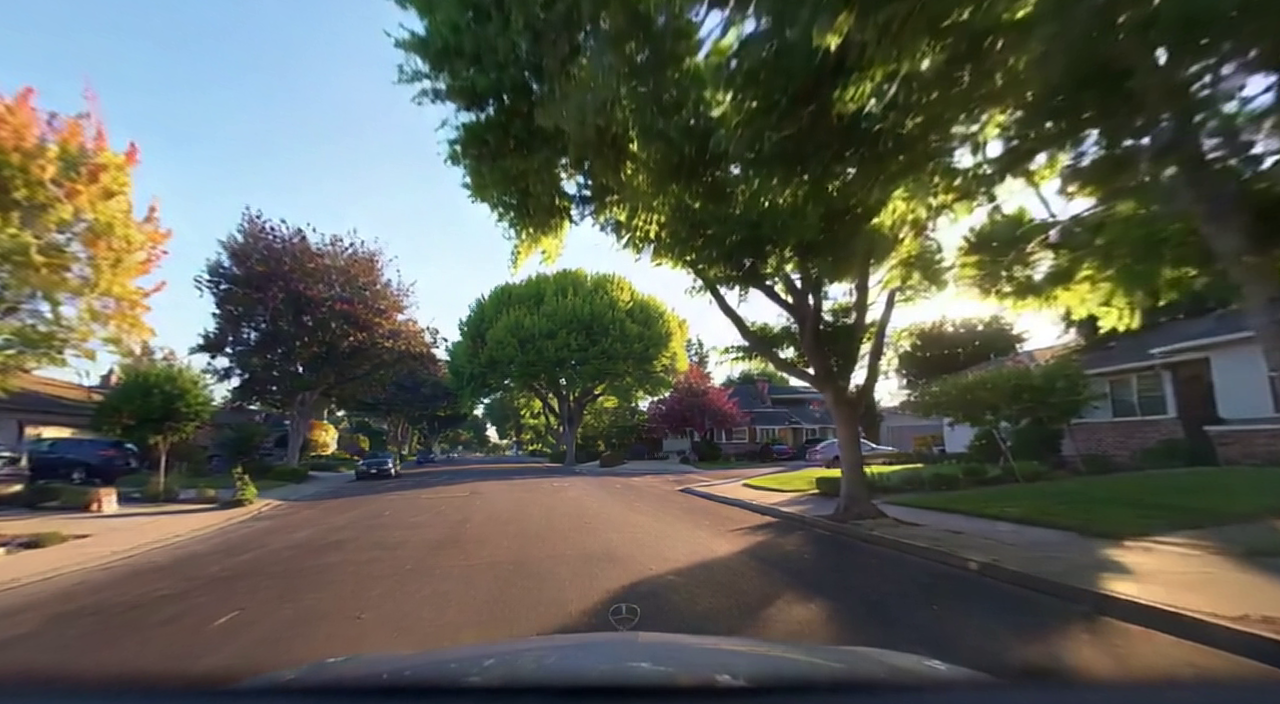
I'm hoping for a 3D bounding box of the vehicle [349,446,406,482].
[{"bbox_3d":[-12.783,5.454,30.864,1.938,1.499,4.290,-1,-9,-14],"label":"vehicle"}]

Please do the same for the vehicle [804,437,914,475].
[{"bbox_3d":[11.120,5.236,32.044,4.933,1.817,2.014,2,-8,-17],"label":"vehicle"}]
